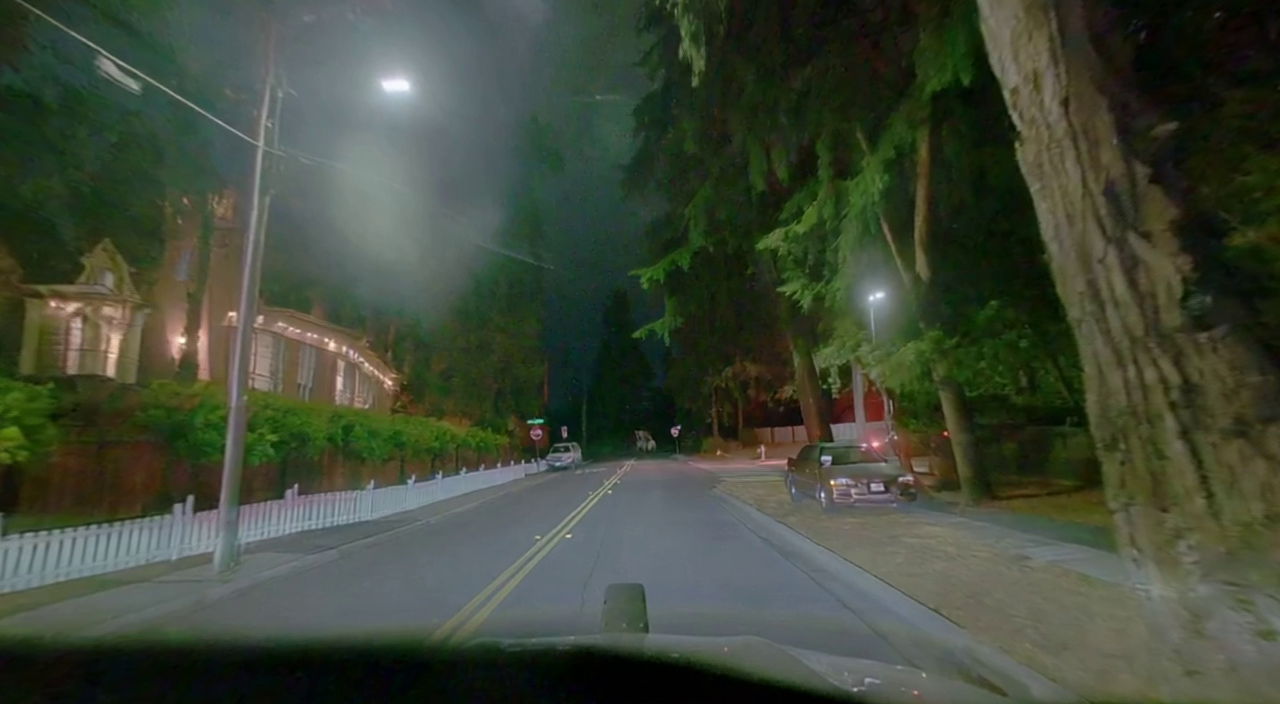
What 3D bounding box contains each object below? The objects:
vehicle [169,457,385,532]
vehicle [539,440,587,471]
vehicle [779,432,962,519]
[{"bbox_3d":[-8.638,3.409,15.327,4.063,1.483,1.939,-2,-8,-1],"label":"vehicle"},{"bbox_3d":[-5.378,7.299,44.965,2.308,1.899,6.107,-2,-7,4],"label":"vehicle"},{"bbox_3d":[4.616,2.547,13.656,2.109,1.500,5.070,0,-8,1],"label":"vehicle"}]
